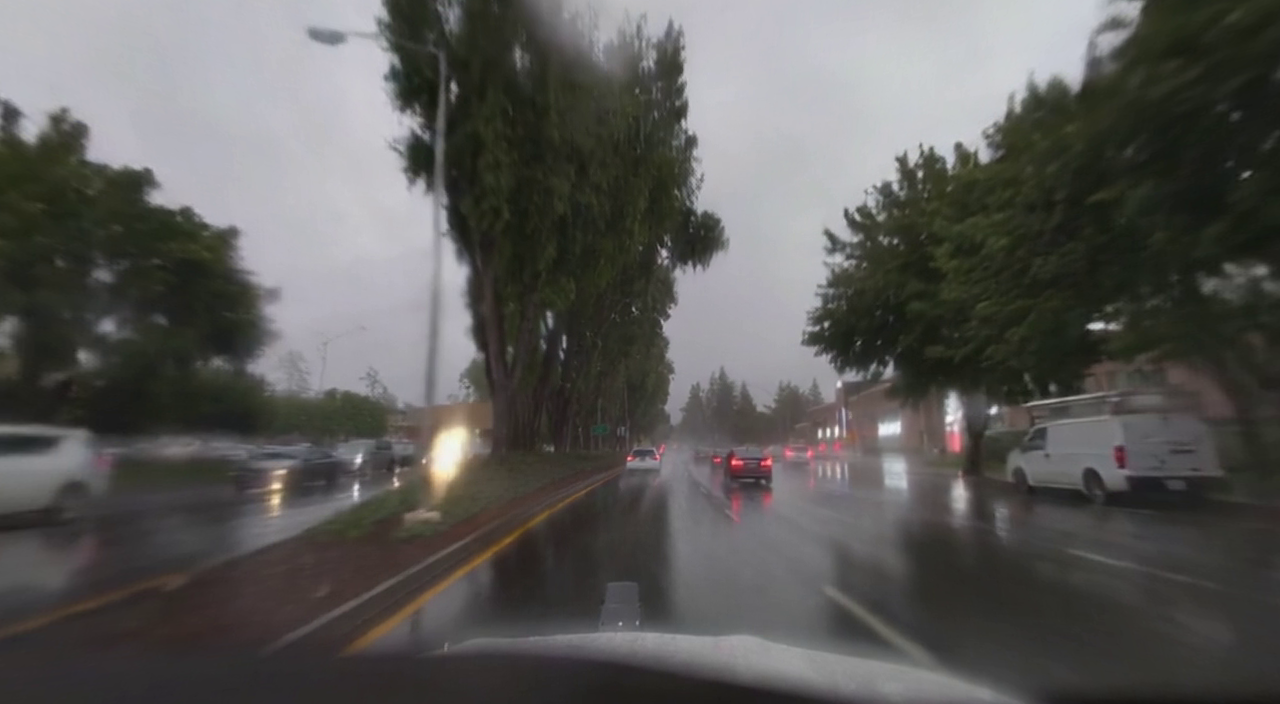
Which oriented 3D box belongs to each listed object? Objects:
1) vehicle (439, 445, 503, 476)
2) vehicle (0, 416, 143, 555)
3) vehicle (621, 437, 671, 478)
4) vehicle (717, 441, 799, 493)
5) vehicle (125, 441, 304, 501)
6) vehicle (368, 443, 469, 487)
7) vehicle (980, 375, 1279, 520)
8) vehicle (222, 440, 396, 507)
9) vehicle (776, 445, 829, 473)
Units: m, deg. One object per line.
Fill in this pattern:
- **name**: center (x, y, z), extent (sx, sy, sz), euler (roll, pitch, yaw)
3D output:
- **vehicle**: center (-8.353, 5.395, 31.670), extent (1.850, 1.447, 4.436), euler (0, -9, 2)
- **vehicle**: center (-8.956, 1.656, 7.818), extent (1.934, 1.713, 4.441), euler (0, -9, 0)
- **vehicle**: center (0.329, 4.703, 28.271), extent (2.101, 1.694, 3.979), euler (0, -9, 2)
- **vehicle**: center (3.627, 3.609, 20.136), extent (1.852, 1.498, 3.825), euler (0, -9, 0)
- **vehicle**: center (-11.786, 3.295, 17.974), extent (1.839, 1.468, 4.536), euler (0, -9, 2)
- **vehicle**: center (-8.033, 4.128, 23.410), extent (2.007, 1.443, 4.447), euler (0, -9, 2)
- **vehicle**: center (11.724, 2.375, 15.866), extent (2.790, 2.897, 6.326), euler (0, -9, 0)
- **vehicle**: center (-8.258, 3.055, 16.372), extent (1.992, 1.465, 4.458), euler (0, -9, 2)
- **vehicle**: center (9.097, 6.011, 35.769), extent (1.860, 1.475, 4.488), euler (0, -9, 0)
